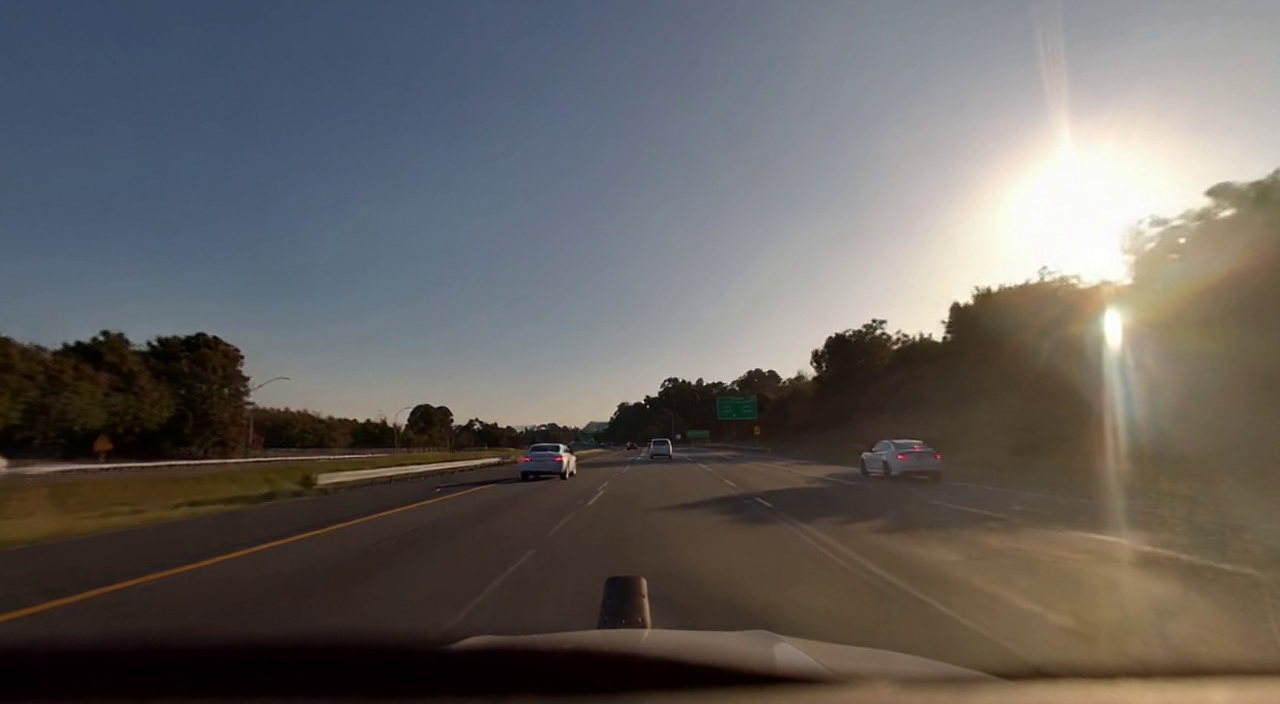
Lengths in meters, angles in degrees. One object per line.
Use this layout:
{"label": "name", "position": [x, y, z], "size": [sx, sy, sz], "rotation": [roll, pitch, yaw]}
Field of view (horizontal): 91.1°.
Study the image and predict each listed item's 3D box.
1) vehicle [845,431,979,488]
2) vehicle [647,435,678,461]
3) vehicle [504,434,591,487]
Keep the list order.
{"label": "vehicle", "position": [8.012, 3.216, 19.119], "size": [1.870, 1.493, 5.015], "rotation": [0, -8, 0]}
{"label": "vehicle", "position": [1.542, 6.680, 43.679], "size": [2.063, 1.698, 4.355], "rotation": [0, -8, 1]}
{"label": "vehicle", "position": [-2.888, 3.511, 20.656], "size": [2.050, 1.546, 4.344], "rotation": [0, -8, 2]}
